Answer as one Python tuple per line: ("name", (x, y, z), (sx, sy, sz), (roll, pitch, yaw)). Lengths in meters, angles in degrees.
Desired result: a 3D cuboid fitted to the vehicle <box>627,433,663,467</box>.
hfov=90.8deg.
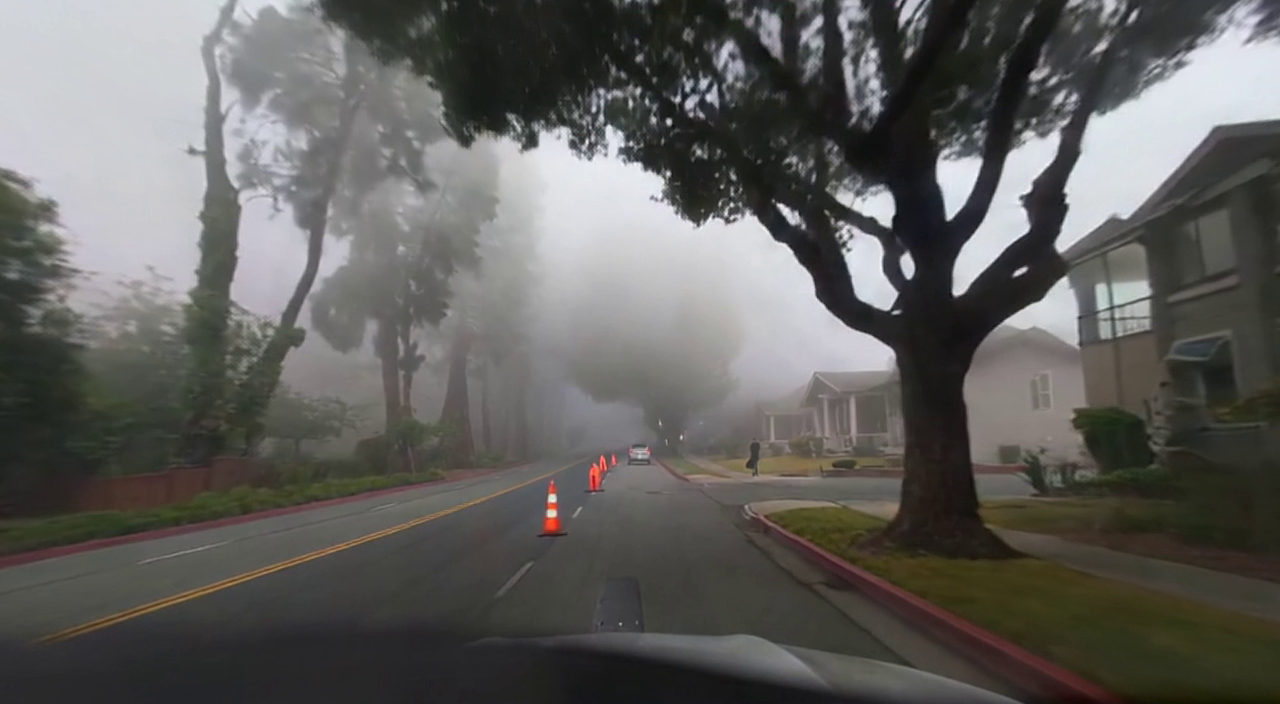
("vehicle", (0.244, 6.242, 40.195), (2.169, 2.015, 5.206), (0, -9, -1))
